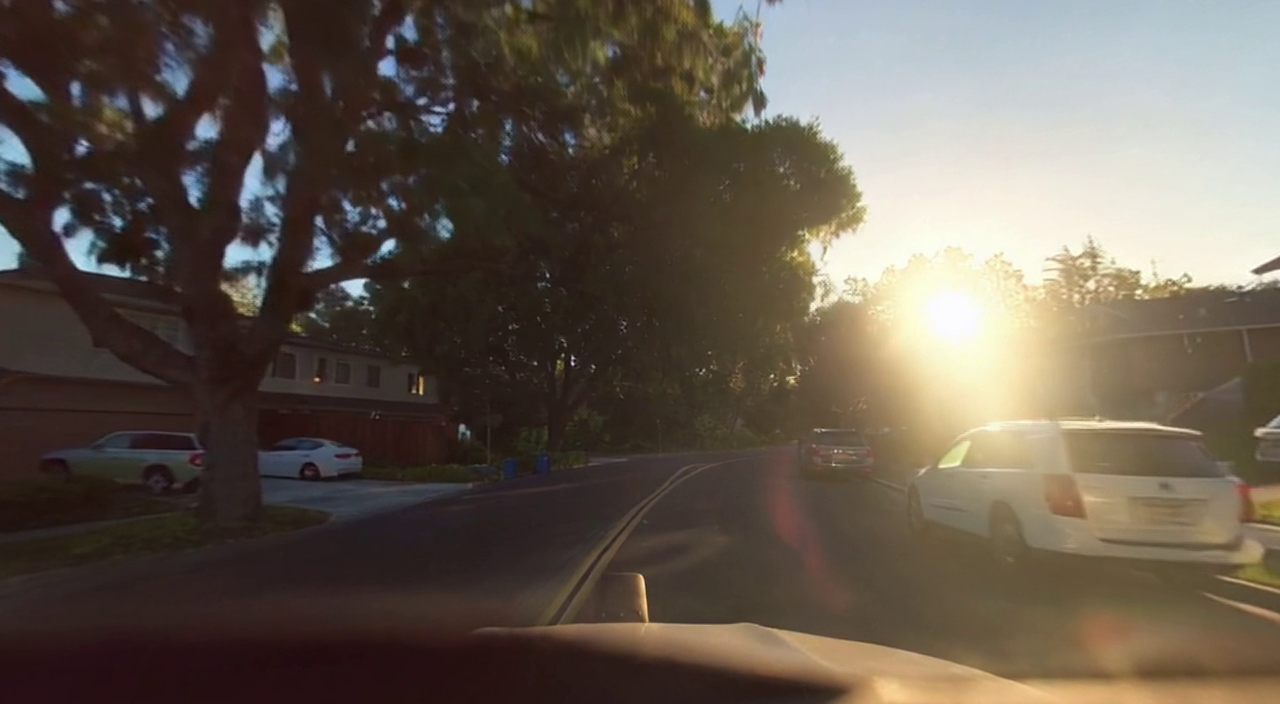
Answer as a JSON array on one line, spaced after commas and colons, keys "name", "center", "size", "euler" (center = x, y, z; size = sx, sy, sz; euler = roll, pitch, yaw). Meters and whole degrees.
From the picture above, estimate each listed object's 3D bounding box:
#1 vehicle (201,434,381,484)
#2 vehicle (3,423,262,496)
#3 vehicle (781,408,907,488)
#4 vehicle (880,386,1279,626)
[{"name": "vehicle", "center": [-10.662, 3.290, 19.506], "size": [4.455, 1.419, 2.017], "euler": [-1, -9, 7]}, {"name": "vehicle", "center": [-12.091, 2.572, 15.264], "size": [4.635, 1.594, 2.132], "euler": [-1, -9, 8]}, {"name": "vehicle", "center": [6.176, 3.048, 20.138], "size": [2.735, 2.117, 6.103], "euler": [-1, -9, 8]}, {"name": "vehicle", "center": [4.515, 1.513, 7.213], "size": [2.194, 1.786, 4.704], "euler": [-1, -9, 7]}]
